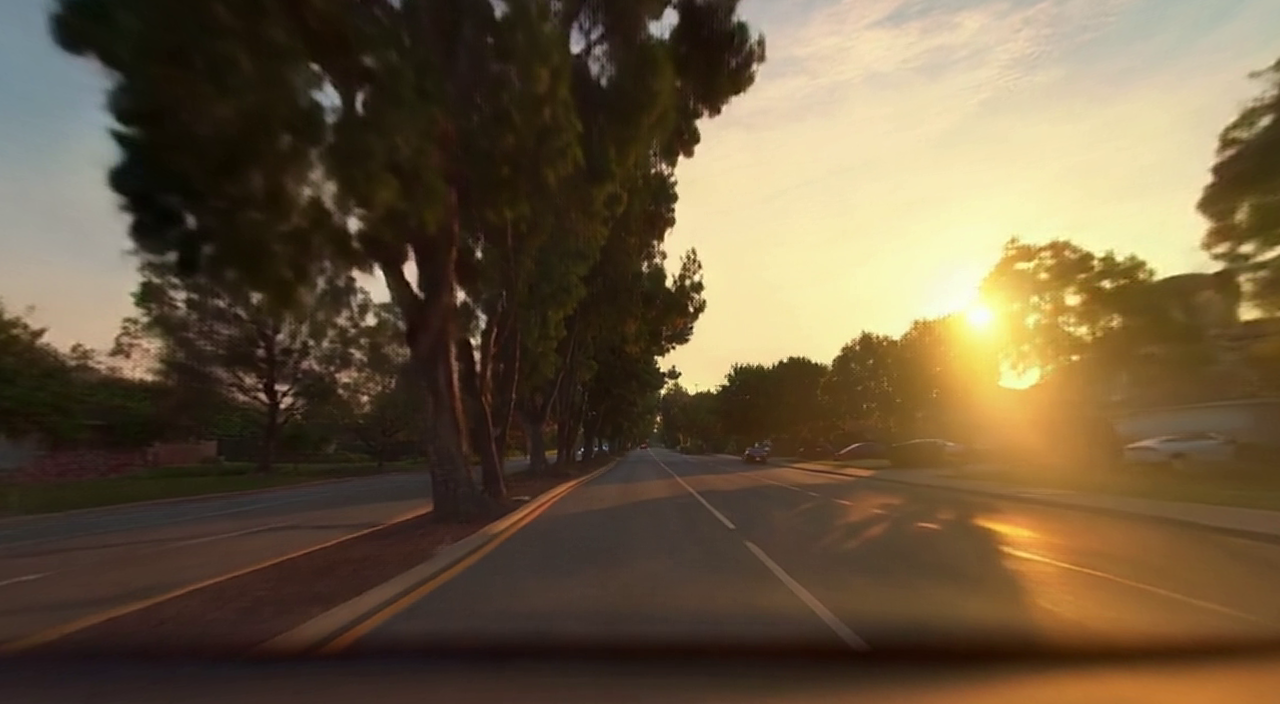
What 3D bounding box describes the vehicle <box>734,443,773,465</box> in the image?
[{"bbox_3d":[8.625,7.771,48.104,1.940,1.516,4.319,0,-9,-3],"label":"vehicle"}]
